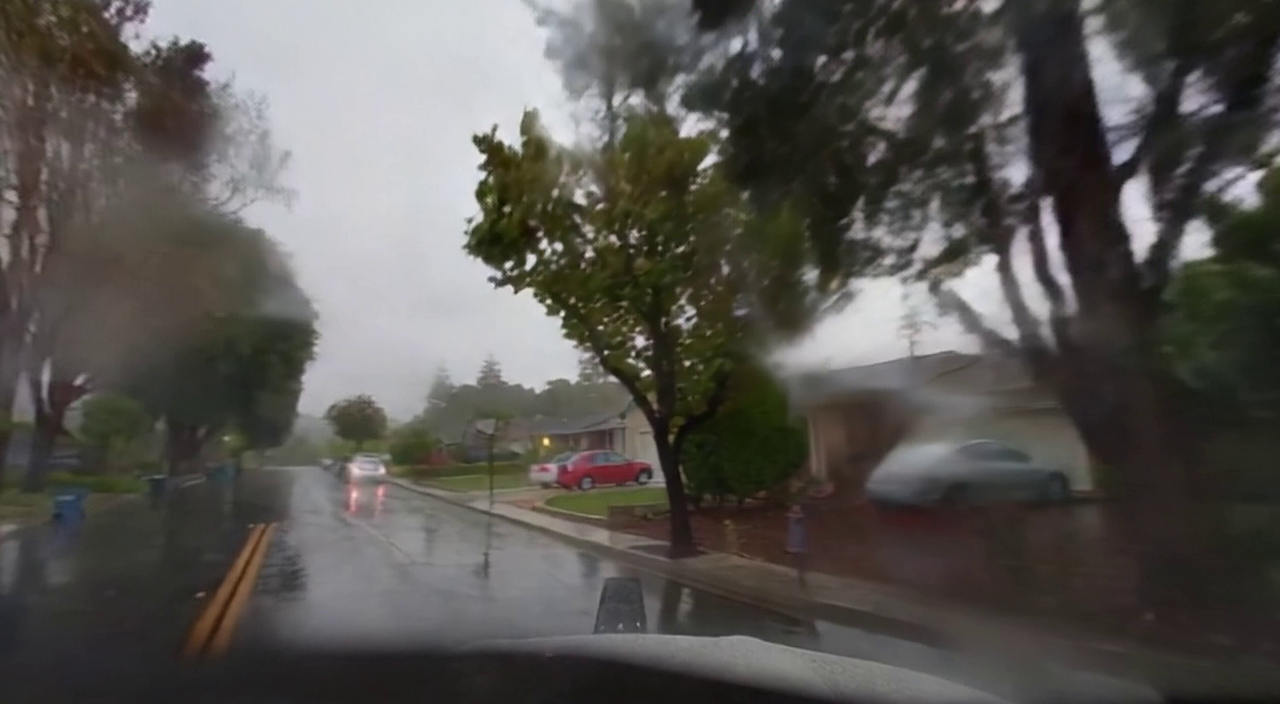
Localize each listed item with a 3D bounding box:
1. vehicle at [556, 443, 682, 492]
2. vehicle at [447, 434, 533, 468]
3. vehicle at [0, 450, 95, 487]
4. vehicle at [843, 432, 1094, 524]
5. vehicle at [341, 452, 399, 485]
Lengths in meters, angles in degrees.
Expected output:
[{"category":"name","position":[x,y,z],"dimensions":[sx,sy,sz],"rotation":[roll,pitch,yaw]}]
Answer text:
[{"category":"vehicle","position":[-0.758,4.360,23.628],"dimensions":[4.230,1.666,1.978],"rotation":[6,-12,-26]},{"category":"vehicle","position":[-9.429,6.231,39.775],"dimensions":[4.861,1.911,2.181],"rotation":[5,-14,-27]},{"category":"vehicle","position":[-31.758,6.079,32.937],"dimensions":[4.511,1.809,2.018],"rotation":[6,-13,-27]},{"category":"vehicle","position":[6.421,2.465,12.328],"dimensions":[4.569,1.499,1.917],"rotation":[6,-12,-27]},{"category":"vehicle","position":[-13.640,5.877,31.745],"dimensions":[2.009,1.506,4.698],"rotation":[7,-13,-29]}]
